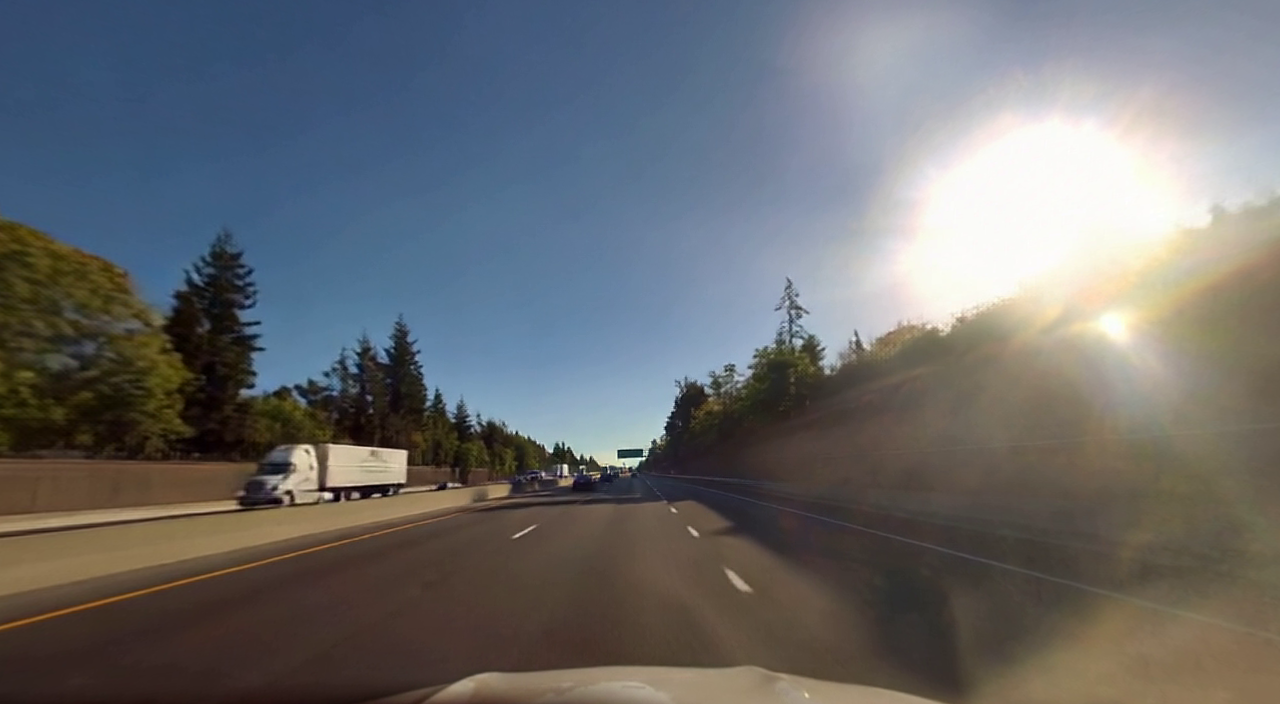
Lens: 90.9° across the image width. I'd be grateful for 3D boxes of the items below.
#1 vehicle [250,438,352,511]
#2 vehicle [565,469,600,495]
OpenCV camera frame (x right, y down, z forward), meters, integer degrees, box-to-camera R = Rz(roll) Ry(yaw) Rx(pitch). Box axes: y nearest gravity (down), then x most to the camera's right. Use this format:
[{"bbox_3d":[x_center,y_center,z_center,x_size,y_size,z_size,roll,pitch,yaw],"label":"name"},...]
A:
[{"bbox_3d":[-21.784,7.940,41.013,2.975,4.273,6.131,1,-11,0],"label":"vehicle"},{"bbox_3d":[-3.544,8.067,39.239,1.863,1.486,3.852,1,-10,-1],"label":"vehicle"}]
